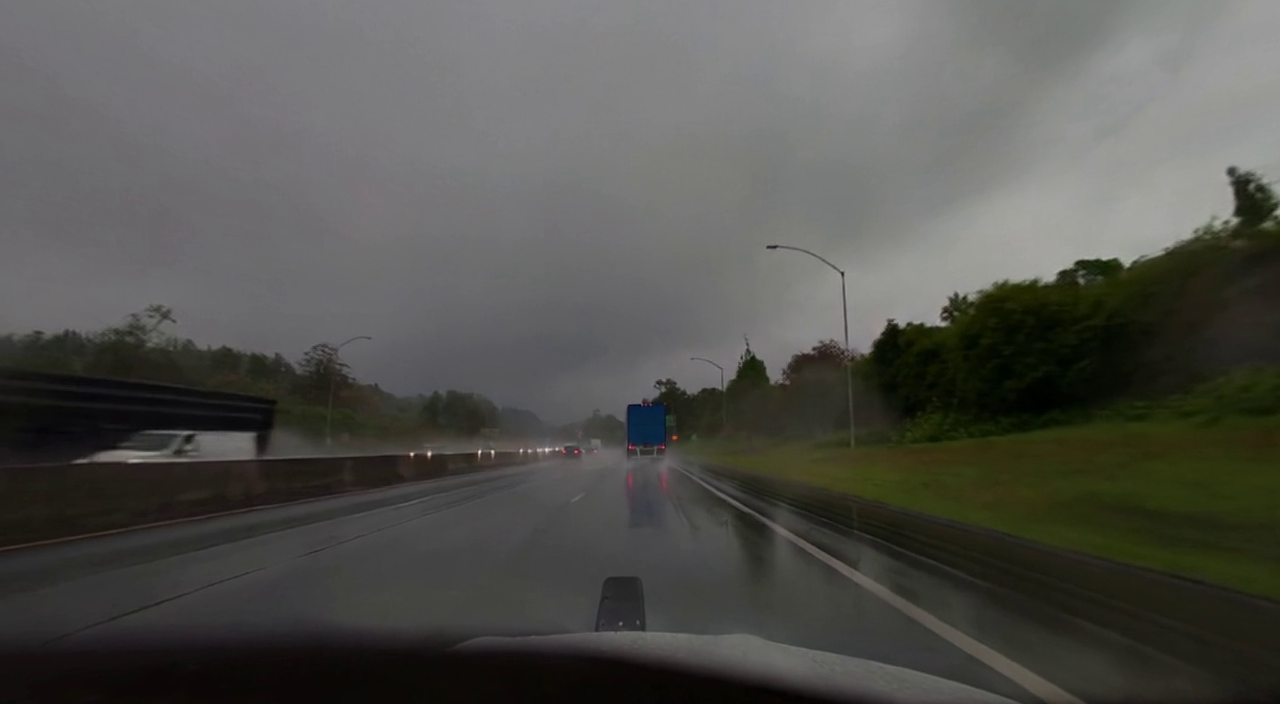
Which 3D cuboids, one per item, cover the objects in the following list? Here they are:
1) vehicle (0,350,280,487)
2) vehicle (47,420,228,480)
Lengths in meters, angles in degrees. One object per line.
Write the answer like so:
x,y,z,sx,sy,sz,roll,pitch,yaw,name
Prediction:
-20.861,3.008,25.724,2.952,4.104,15.731,0,-9,0,vehicle
-16.281,3.229,20.830,2.006,1.734,4.746,0,-9,0,vehicle
